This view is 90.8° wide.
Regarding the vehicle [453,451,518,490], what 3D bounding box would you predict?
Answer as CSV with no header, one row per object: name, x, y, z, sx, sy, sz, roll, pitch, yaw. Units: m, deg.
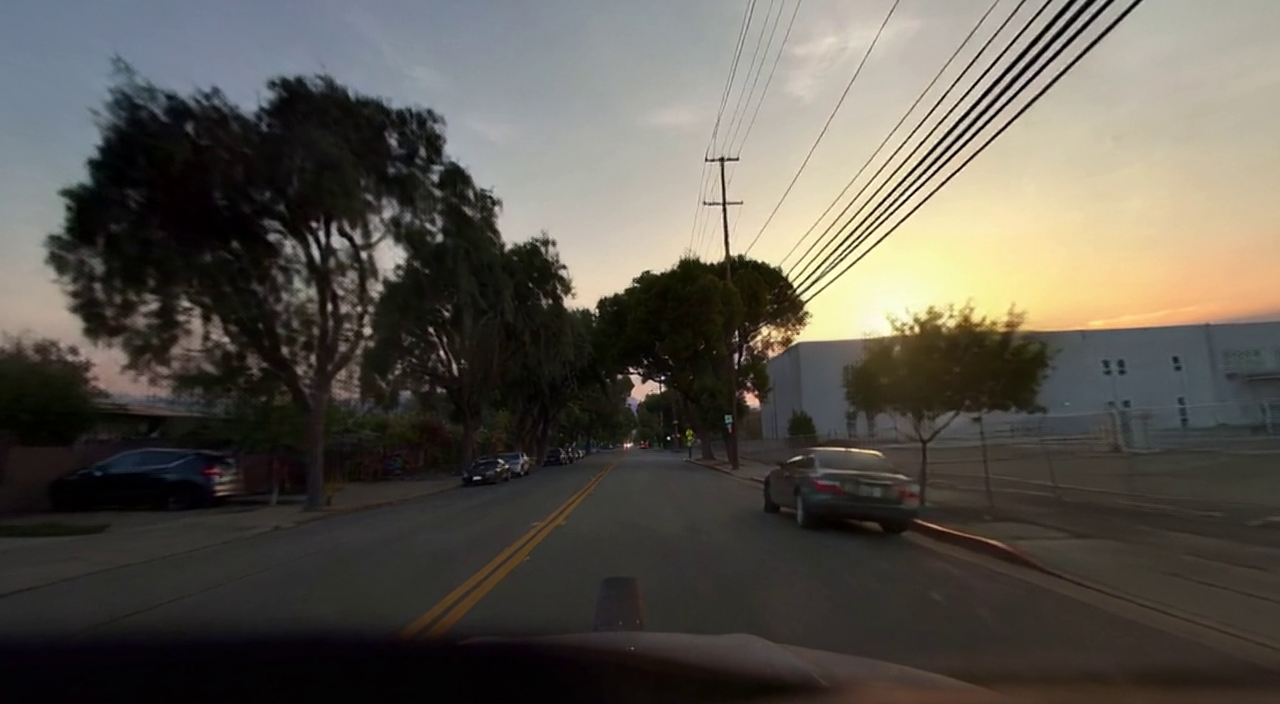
vehicle,-6.767,5.192,28.057,1.815,1.402,4.559,-4,-8,-2

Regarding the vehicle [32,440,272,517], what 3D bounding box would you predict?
vehicle,-12.441,3.216,16.371,4.502,1.813,1.948,0,-8,-1

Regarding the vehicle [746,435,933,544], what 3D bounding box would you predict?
vehicle,3.127,2.216,10.836,1.843,1.495,3.930,0,-8,-1
